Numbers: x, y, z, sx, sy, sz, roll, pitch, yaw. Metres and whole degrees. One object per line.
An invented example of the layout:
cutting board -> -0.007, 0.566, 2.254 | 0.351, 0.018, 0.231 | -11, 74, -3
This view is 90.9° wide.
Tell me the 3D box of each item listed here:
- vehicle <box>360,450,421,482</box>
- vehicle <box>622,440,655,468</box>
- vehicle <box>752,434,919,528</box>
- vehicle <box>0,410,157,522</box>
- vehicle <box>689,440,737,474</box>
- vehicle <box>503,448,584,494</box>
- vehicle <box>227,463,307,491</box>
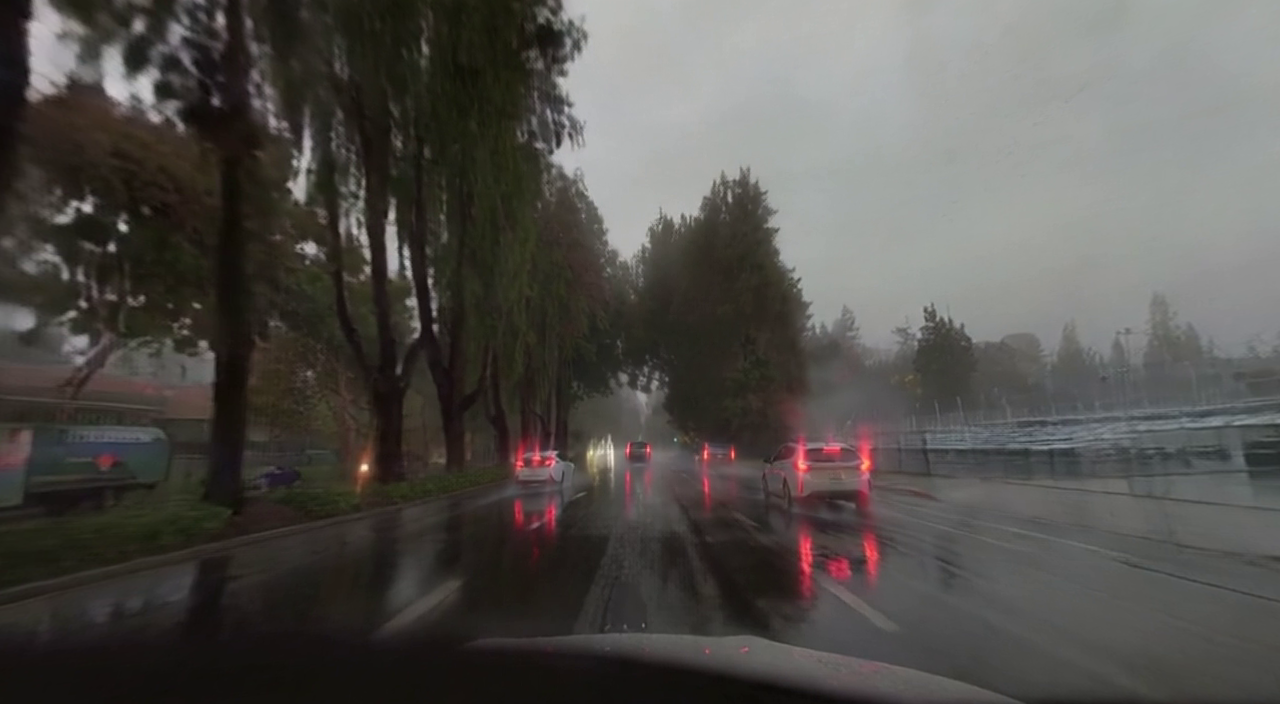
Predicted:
vehicle -> -16.334, 7.465, 41.603 | 2.011, 1.892, 4.711 | 0, -8, 1
vehicle -> -0.137, 7.226, 44.946 | 2.247, 1.882, 4.603 | 0, -9, -1
vehicle -> 3.564, 2.424, 12.422 | 1.919, 1.502, 4.232 | 0, -9, 0
vehicle -> -22.986, 4.042, 22.530 | 2.833, 3.735, 11.042 | 0, -8, -1
vehicle -> 3.846, 5.617, 34.008 | 1.980, 1.709, 4.367 | 0, -9, -1
vehicle -> -3.050, 3.842, 20.782 | 2.013, 1.354, 3.908 | 0, -9, 0
vehicle -> -22.535, 7.549, 38.299 | 1.908, 1.483, 4.835 | 0, -9, 0
